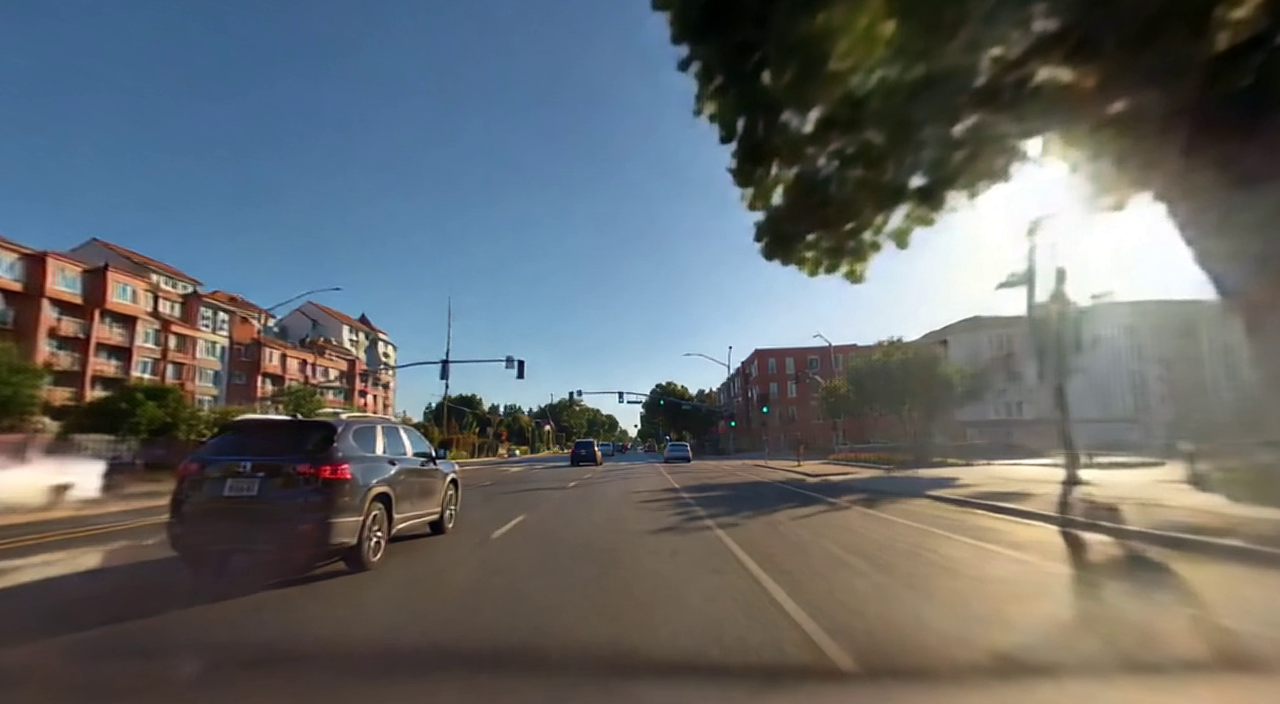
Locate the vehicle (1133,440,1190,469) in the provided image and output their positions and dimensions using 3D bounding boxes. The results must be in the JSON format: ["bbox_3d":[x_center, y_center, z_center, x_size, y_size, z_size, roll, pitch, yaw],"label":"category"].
[{"bbox_3d":[38.328,7.488,46.557,2.026,1.987,5.331,-5,-9,27],"label":"vehicle"}]

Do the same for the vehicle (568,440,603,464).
[{"bbox_3d":[-3.931,7.293,46.305,2.083,1.685,4.069,0,-8,1],"label":"vehicle"}]

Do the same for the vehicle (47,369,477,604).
[{"bbox_3d":[-3.874,1.515,8.010,2.225,1.984,5.168,0,-8,0],"label":"vehicle"}]

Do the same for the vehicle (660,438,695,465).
[{"bbox_3d":[2.561,6.920,44.055,2.018,1.719,4.369,0,-8,-2],"label":"vehicle"}]
